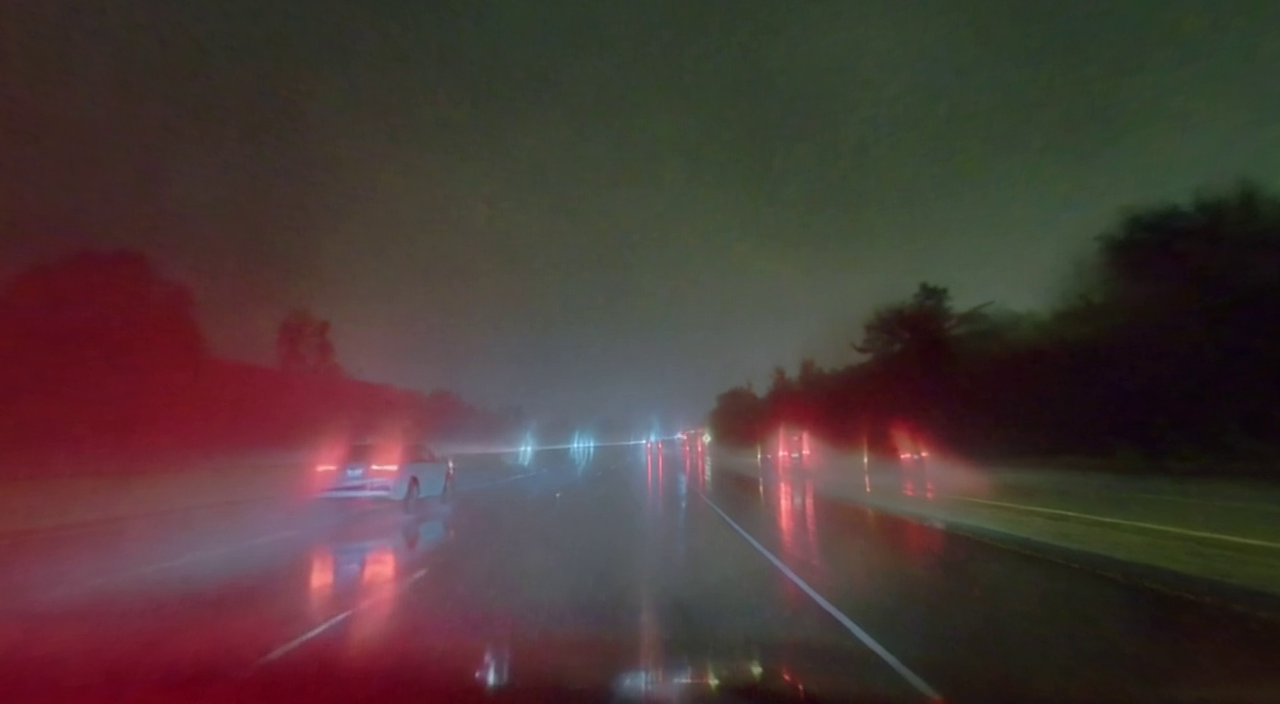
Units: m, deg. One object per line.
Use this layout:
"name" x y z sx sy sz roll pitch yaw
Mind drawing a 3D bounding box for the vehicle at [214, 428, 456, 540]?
"vehicle" -4.948 2.204 11.125 1.961 1.540 4.487 -1 -9 1
